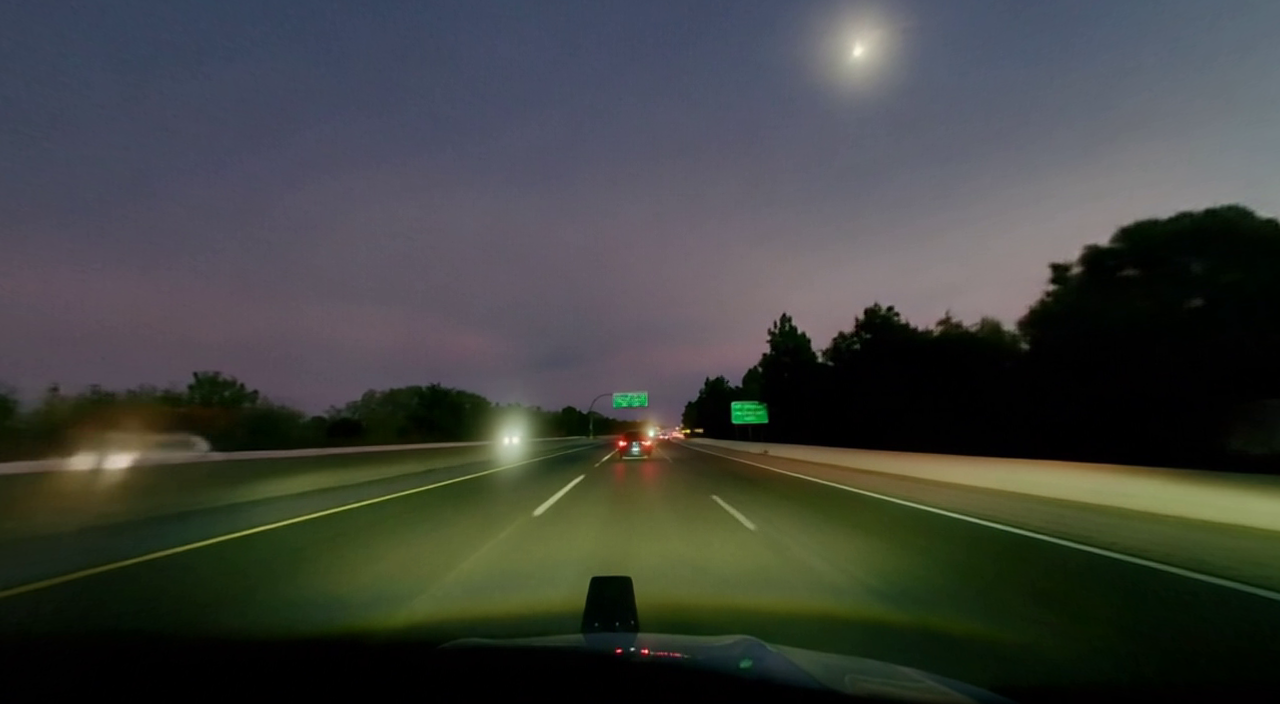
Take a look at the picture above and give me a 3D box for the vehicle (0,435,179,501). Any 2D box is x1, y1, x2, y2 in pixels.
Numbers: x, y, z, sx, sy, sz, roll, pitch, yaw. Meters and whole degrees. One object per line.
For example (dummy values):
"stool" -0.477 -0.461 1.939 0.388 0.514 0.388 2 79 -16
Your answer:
"vehicle" -15.784 3.210 17.997 1.992 1.625 4.290 0 -8 0

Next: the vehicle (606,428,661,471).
"vehicle" -0.269 3.948 25.732 2.094 1.600 3.666 0 -8 -1
